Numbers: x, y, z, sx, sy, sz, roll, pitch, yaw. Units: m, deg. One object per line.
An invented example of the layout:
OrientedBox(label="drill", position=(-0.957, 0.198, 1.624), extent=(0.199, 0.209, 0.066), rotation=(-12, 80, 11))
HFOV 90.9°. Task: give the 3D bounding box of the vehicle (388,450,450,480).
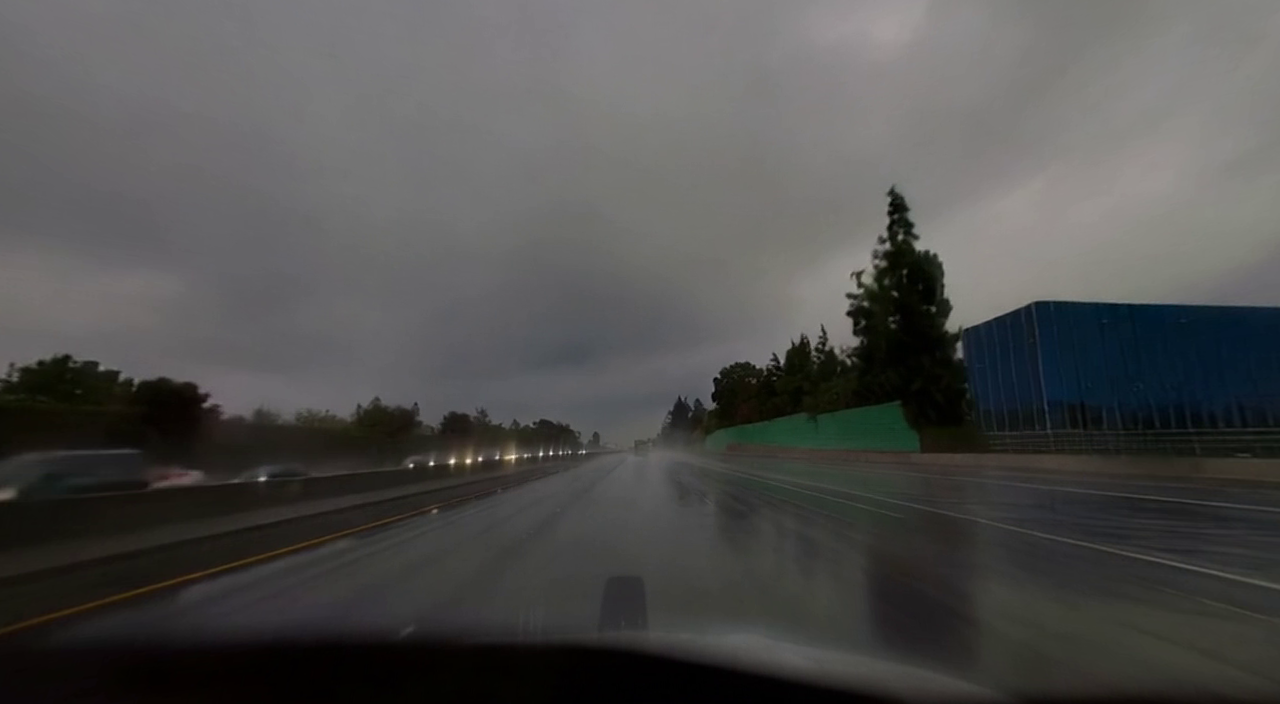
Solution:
OrientedBox(label="vehicle", position=(-11.937, 6.137, 34.382), extent=(1.863, 1.492, 4.026), rotation=(0, -9, 1))

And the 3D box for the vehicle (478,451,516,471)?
OrientedBox(label="vehicle", position=(-11.039, 8.386, 48.751), extent=(1.902, 1.426, 4.345), rotation=(0, -9, 0))

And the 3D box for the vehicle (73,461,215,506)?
OrientedBox(label="vehicle", position=(-20.032, 5.284, 25.774), extent=(1.855, 1.575, 4.800), rotation=(0, -9, 0))

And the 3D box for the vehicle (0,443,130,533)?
OrientedBox(label="vehicle", position=(-11.439, 2.261, 10.522), extent=(1.974, 1.445, 4.605), rotation=(0, -9, 0))
